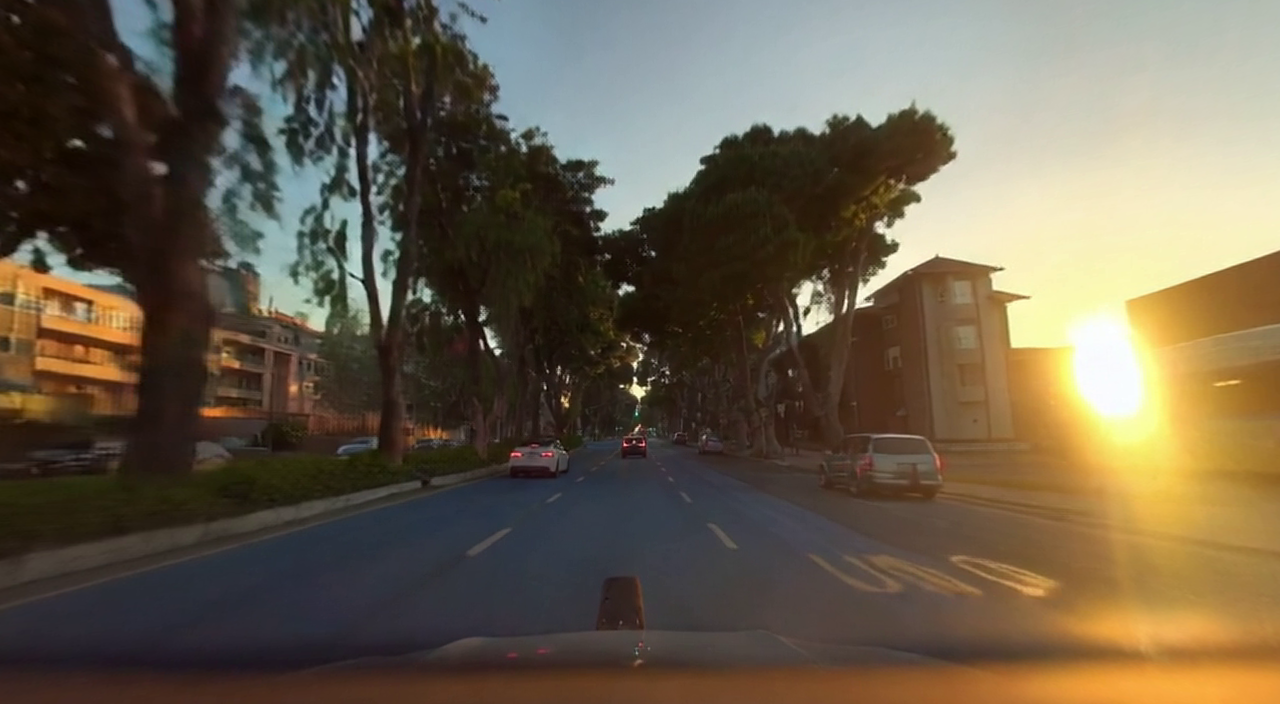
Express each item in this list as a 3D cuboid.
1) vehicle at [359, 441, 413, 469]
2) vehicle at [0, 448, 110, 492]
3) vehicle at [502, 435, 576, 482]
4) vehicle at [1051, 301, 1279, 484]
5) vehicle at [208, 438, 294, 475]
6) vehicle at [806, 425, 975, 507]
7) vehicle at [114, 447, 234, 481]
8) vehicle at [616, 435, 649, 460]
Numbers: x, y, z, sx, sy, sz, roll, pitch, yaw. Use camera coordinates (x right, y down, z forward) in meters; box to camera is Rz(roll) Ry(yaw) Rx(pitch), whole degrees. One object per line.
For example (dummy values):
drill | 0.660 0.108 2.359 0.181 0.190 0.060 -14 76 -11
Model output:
vehicle | -15.454 6.257 38.665 1.806 1.590 4.151 0 -8 -3
vehicle | -22.100 4.322 23.488 1.655 1.455 3.653 0 -9 -2
vehicle | -3.504 3.789 22.787 1.934 1.522 4.287 0 -8 1
vehicle | 17.734 1.001 16.176 3.225 4.571 16.558 -3 -8 0
vehicle | -21.862 5.882 35.793 1.947 1.857 4.851 -1 -9 -3
vehicle | 6.366 2.965 17.039 2.206 1.803 5.753 0 -8 0
vehicle | -22.176 5.319 30.369 2.137 1.493 4.852 0 -8 -1
vehicle | -0.487 6.202 40.901 1.999 1.520 3.896 0 -8 -1
